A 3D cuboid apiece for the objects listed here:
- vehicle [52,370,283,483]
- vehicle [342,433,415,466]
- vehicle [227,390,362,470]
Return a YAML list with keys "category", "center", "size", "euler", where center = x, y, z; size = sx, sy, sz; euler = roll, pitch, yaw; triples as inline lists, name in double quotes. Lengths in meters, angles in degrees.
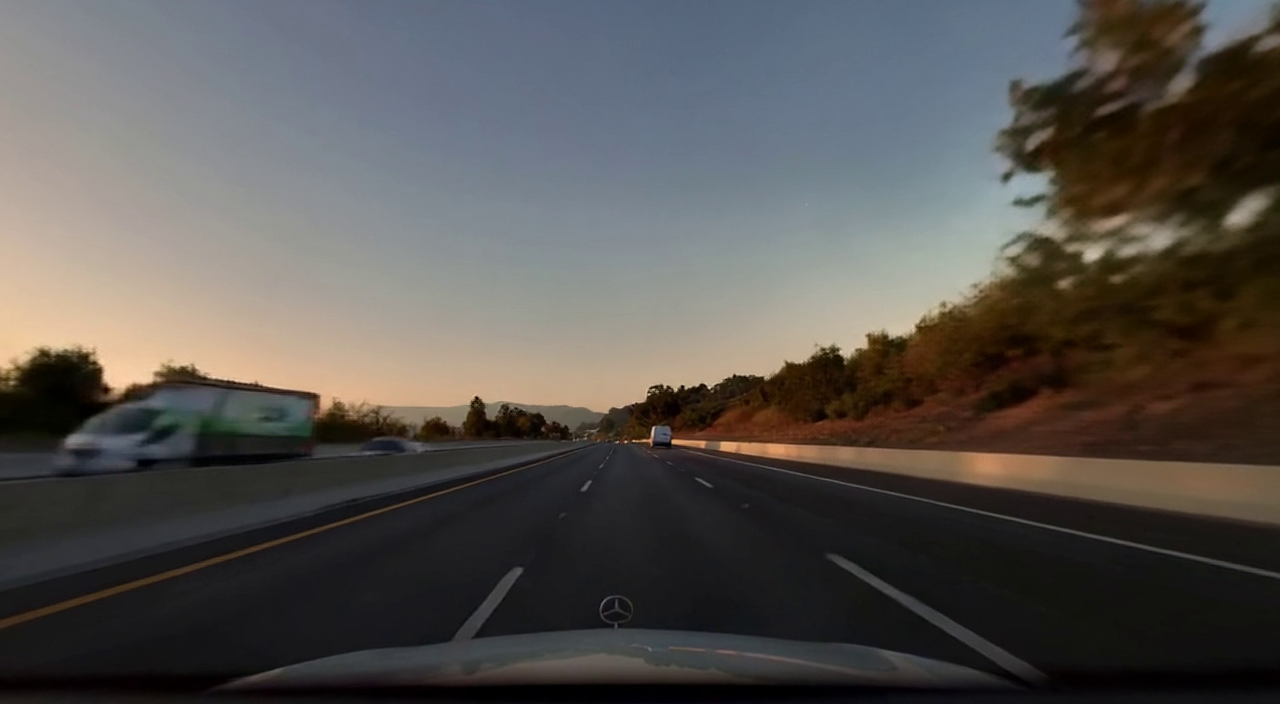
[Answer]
- category: "vehicle"
  center: [-19.624, 3.333, 27.310]
  size: [3.015, 4.022, 9.156]
  euler: [-1, -8, -2]
- category: "vehicle"
  center: [-13.894, 5.200, 33.724]
  size: [2.091, 1.638, 4.615]
  euler: [0, -8, -2]
- category: "vehicle"
  center: [-19.883, 4.666, 37.186]
  size: [2.854, 4.064, 9.261]
  euler: [-1, -8, -1]
